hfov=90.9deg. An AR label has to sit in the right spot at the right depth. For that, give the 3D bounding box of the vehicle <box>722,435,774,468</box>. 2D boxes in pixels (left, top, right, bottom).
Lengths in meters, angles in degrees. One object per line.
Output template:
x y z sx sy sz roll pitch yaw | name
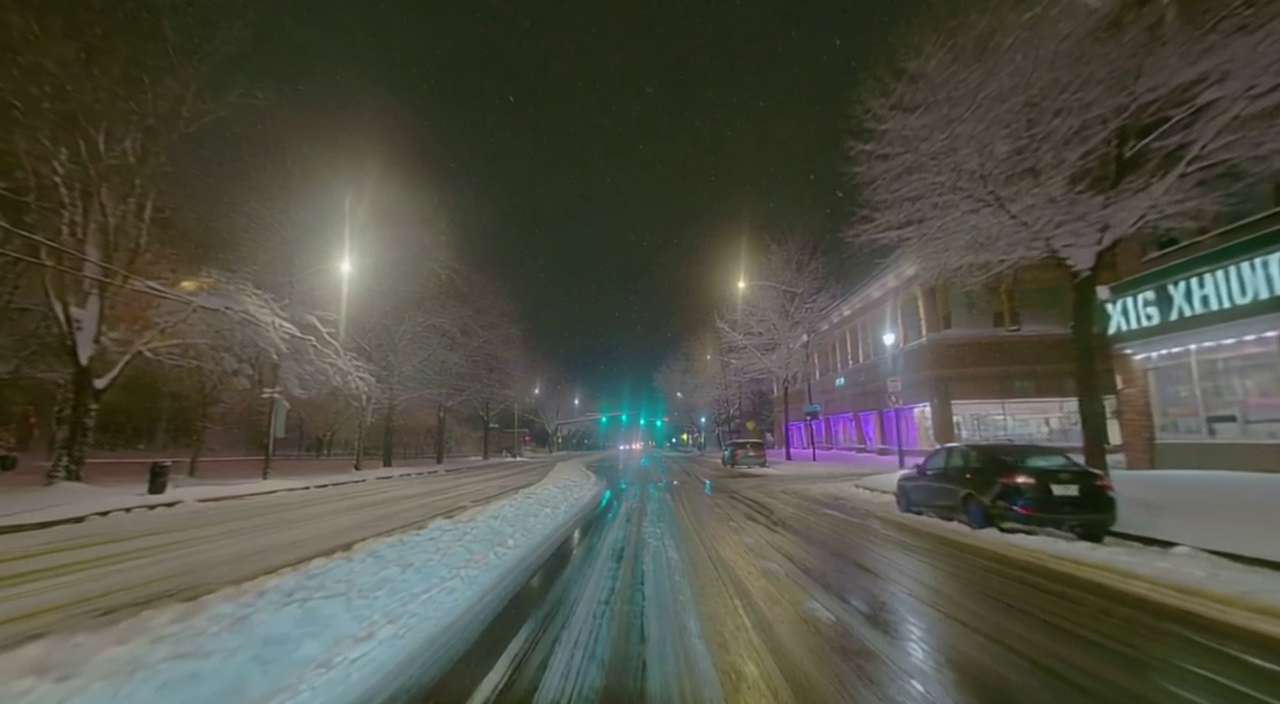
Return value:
6.540 6.106 38.776 2.112 1.894 4.910 1 -8 -3 | vehicle

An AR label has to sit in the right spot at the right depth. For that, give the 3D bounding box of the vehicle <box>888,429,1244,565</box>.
5.874 2.022 9.764 2.088 1.543 4.964 0 -8 1 | vehicle
